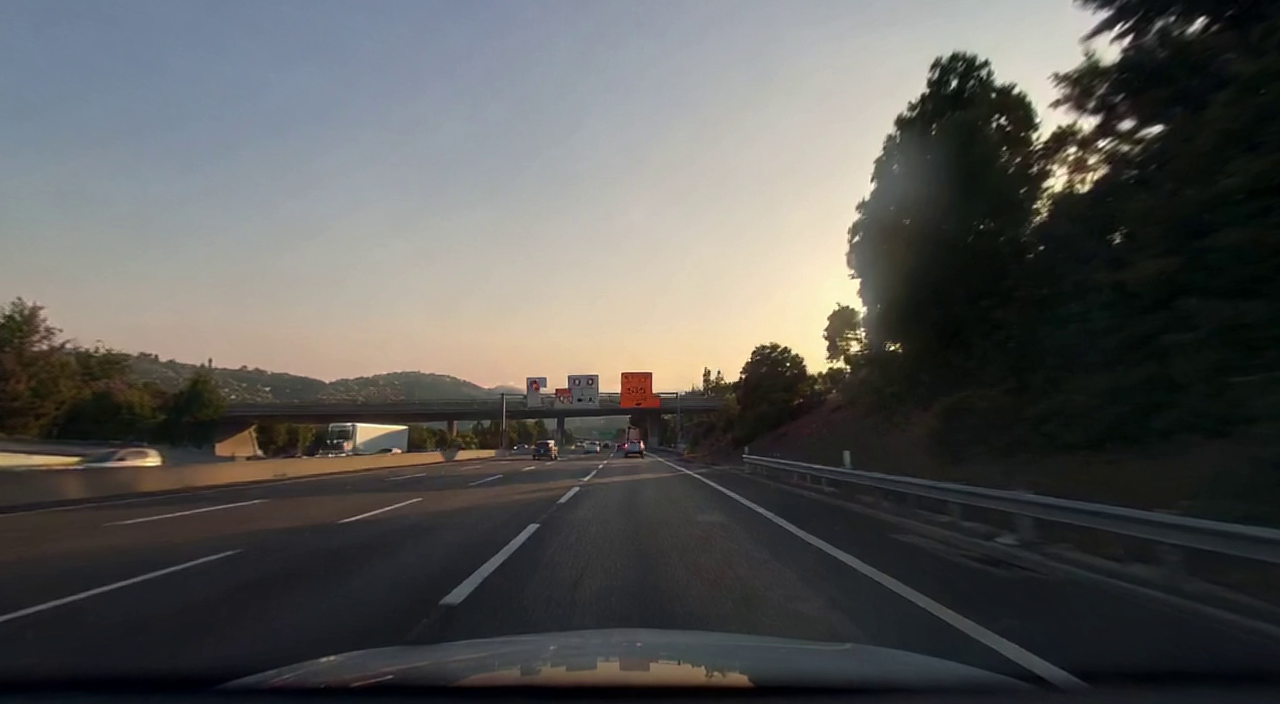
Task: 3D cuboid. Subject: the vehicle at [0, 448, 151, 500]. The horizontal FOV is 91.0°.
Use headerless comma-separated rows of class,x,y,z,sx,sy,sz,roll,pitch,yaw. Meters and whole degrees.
vehicle,-22.432,4.756,25.074,2.111,1.806,4.729,0,-8,-1
